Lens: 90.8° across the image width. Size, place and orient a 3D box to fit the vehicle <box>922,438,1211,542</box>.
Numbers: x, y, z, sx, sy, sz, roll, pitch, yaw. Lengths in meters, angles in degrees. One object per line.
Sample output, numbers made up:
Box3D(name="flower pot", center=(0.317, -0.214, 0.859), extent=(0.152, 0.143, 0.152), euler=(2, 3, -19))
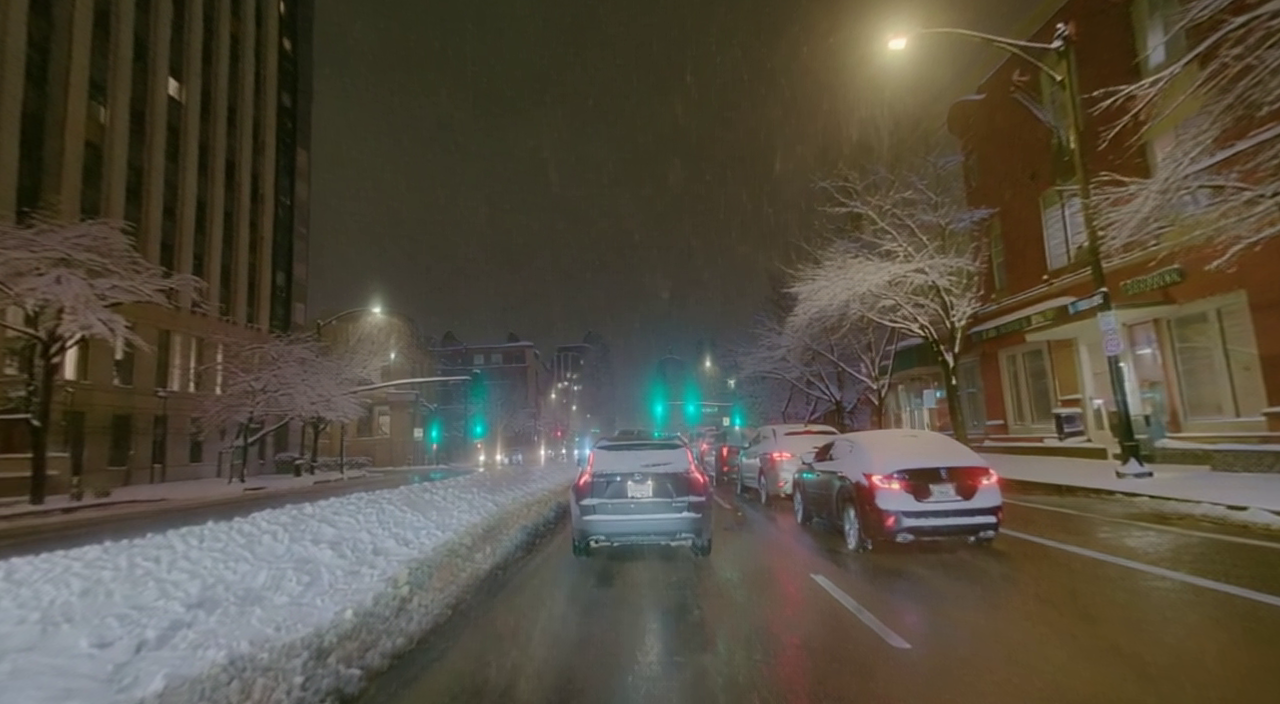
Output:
Box3D(name="vehicle", center=(6.537, 2.116, 10.351), extent=(1.915, 1.338, 3.874), euler=(0, -8, -2))

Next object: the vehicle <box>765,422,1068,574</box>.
Box3D(name="vehicle", center=(3.201, 1.781, 8.588), extent=(1.995, 1.483, 4.533), euler=(0, -8, -1))

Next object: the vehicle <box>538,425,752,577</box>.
Box3D(name="vehicle", center=(0.005, 1.777, 8.361), extent=(2.105, 1.474, 4.127), euler=(0, -8, -1))
